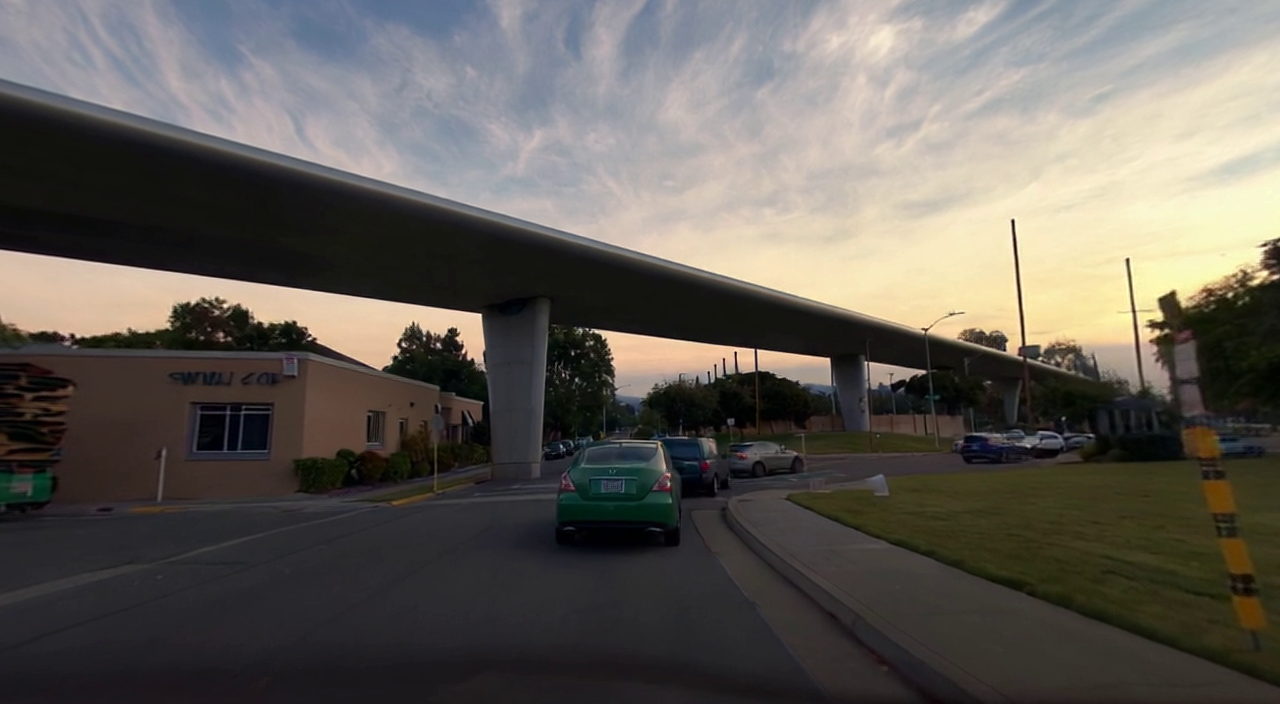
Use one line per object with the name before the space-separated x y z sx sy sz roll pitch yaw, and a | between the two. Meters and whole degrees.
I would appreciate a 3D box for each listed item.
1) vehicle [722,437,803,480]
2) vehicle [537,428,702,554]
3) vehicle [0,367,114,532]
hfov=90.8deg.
vehicle | 5.584 4.743 28.441 1.995 1.762 4.310 -6 -10 33
vehicle | -0.181 2.110 10.391 2.087 1.578 4.652 0 -9 2
vehicle | -13.500 1.779 11.483 5.356 2.762 2.644 0 -9 0
